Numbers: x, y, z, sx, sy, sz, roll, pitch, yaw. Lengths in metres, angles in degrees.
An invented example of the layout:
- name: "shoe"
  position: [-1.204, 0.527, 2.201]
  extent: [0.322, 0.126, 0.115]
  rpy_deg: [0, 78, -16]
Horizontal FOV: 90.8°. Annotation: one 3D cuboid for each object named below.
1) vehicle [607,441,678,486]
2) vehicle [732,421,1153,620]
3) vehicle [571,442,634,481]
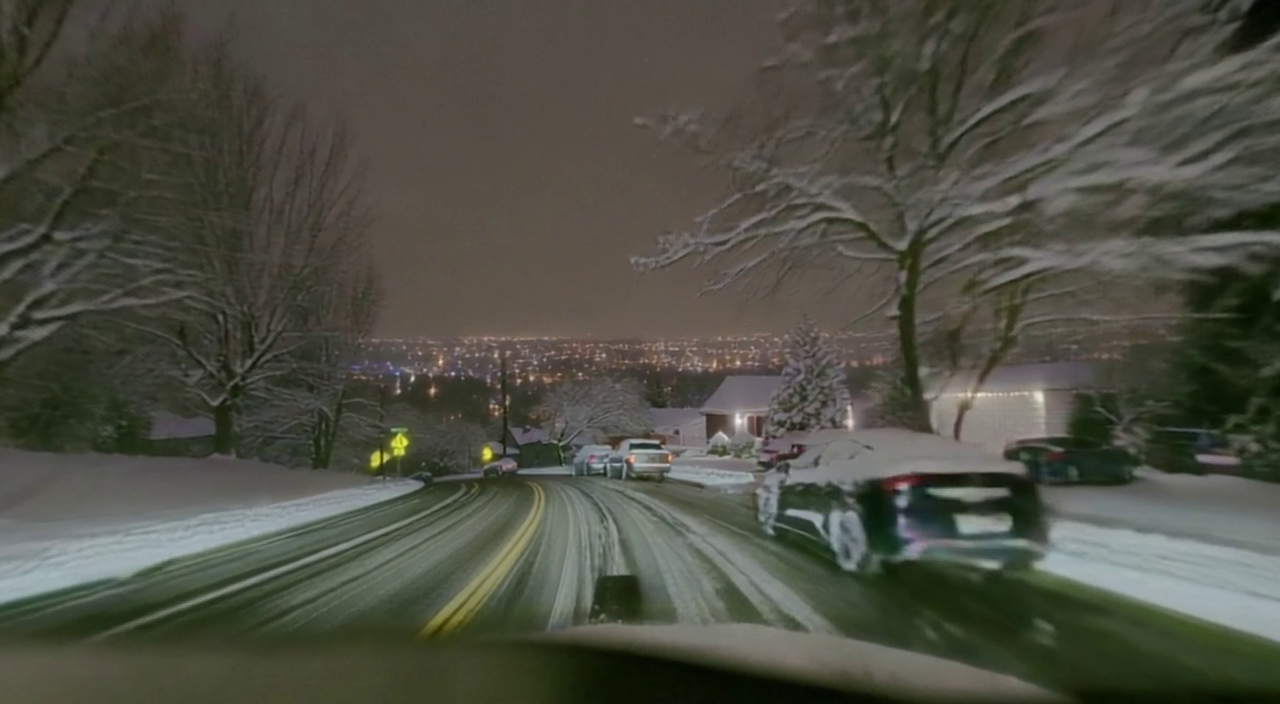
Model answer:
- name: "vehicle"
  position: [-0.020, 4.570, 26.369]
  extent: [1.965, 1.663, 4.744]
  rpy_deg: [2, -9, -13]
- name: "vehicle"
  position: [2.729, 1.660, 7.437]
  extent: [2.181, 1.494, 5.023]
  rpy_deg: [0, -8, -4]
- name: "vehicle"
  position: [-2.116, 5.754, 33.623]
  extent: [2.180, 1.849, 5.423]
  rpy_deg: [2, -9, -16]
